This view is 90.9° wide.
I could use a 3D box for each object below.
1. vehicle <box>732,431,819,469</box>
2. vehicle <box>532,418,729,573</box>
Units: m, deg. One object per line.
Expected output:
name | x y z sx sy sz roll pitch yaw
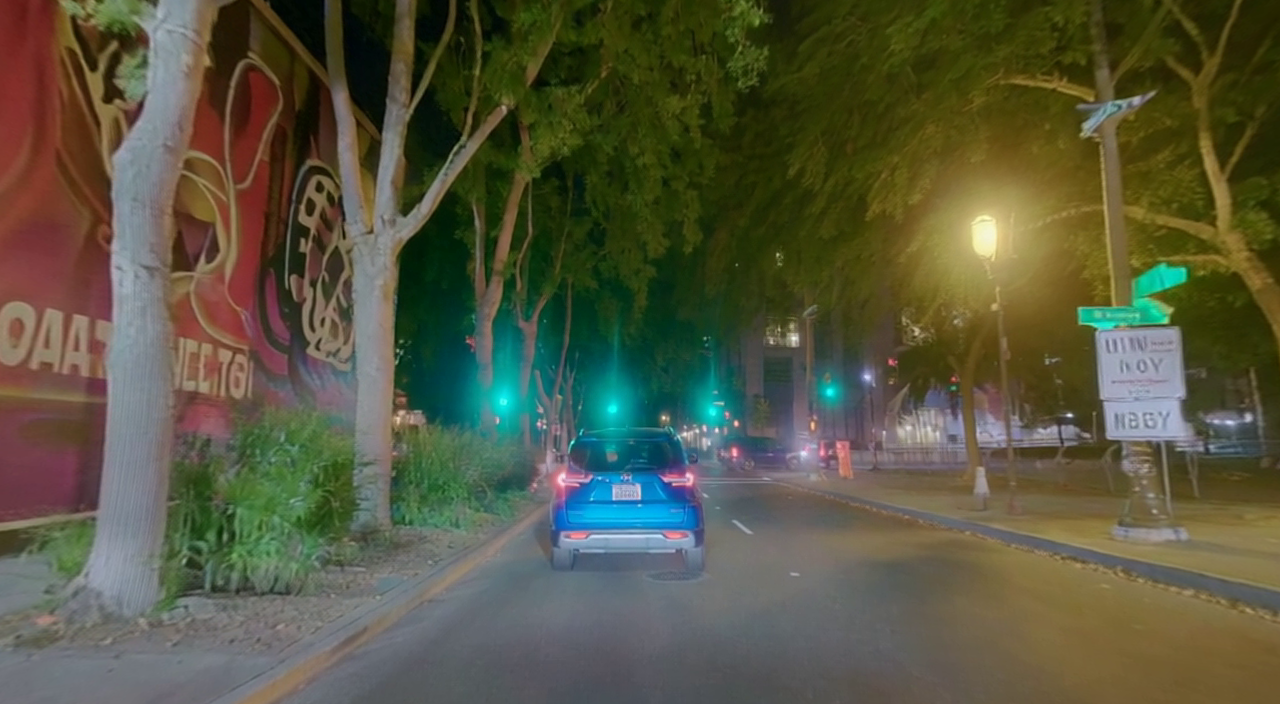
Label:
vehicle | 7.966 5.685 36.710 2.448 2.063 5.513 -8 -11 41
vehicle | -0.118 1.814 8.692 2.079 1.621 3.861 0 -8 0
